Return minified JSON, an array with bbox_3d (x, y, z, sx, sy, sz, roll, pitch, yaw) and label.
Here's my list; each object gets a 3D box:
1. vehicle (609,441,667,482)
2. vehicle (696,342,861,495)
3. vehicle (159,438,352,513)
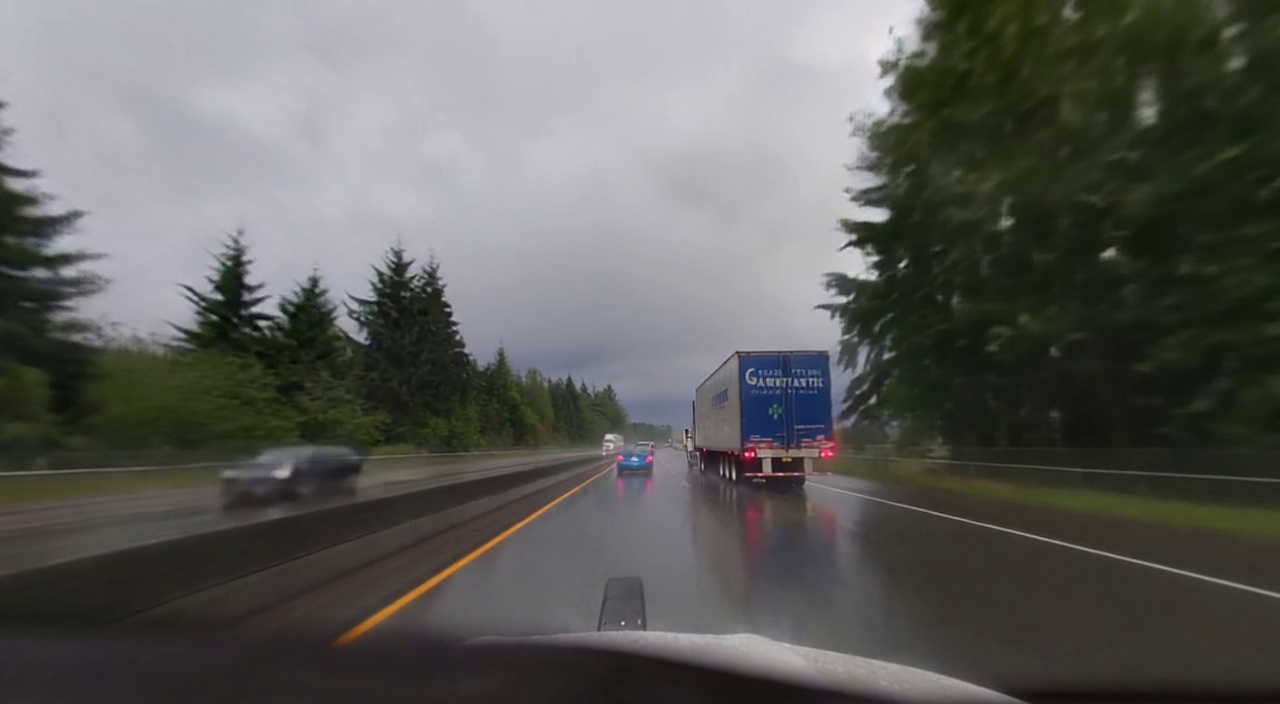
[{"bbox_3d":[-0.079,4.241,24.590,2.074,1.475,3.960,0,-9,0],"label":"vehicle"},{"bbox_3d":[4.298,2.872,24.012,2.909,4.074,14.457,0,-9,0],"label":"vehicle"},{"bbox_3d":[-9.142,2.961,15.571,1.930,1.549,4.485,0,-9,0],"label":"vehicle"}]
